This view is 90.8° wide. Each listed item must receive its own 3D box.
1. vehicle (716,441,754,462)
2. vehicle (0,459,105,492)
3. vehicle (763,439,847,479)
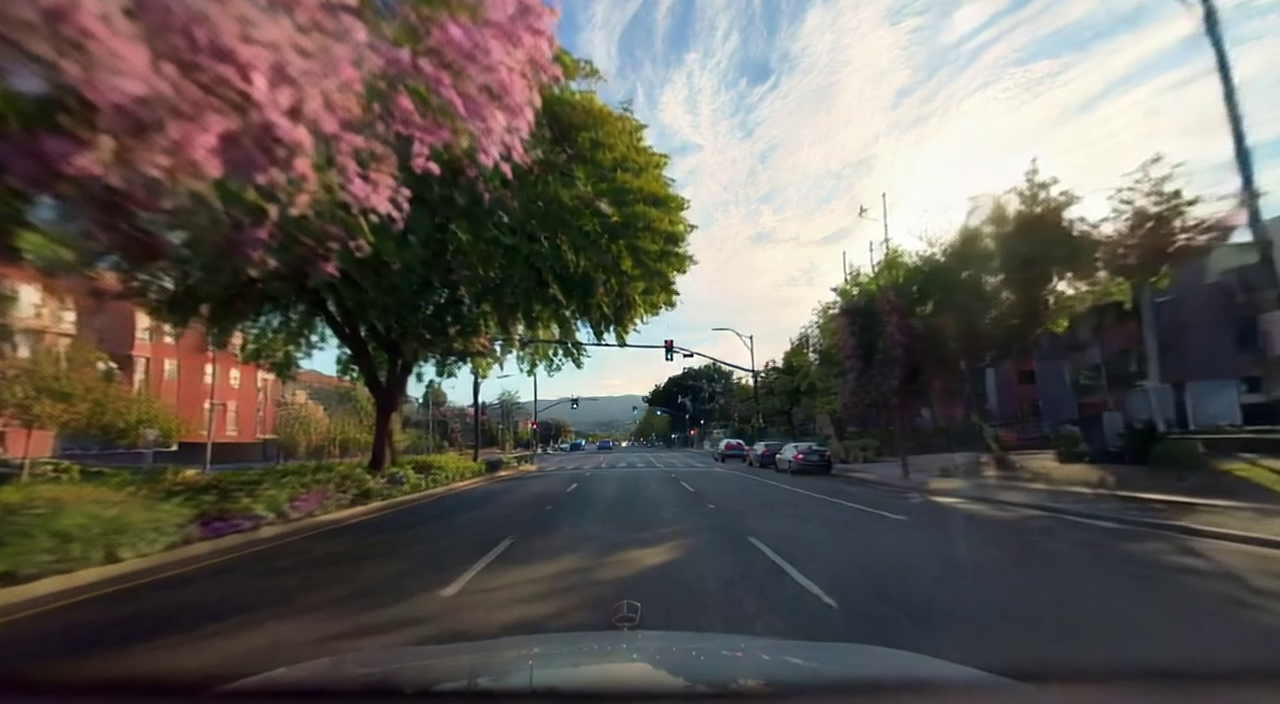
[{"bbox_3d":[6.741,7.098,45.228,2.032,1.449,4.413,0,-8,0],"label":"vehicle"},{"bbox_3d":[-34.963,7.184,37.089,1.985,1.691,5.024,-3,-9,16],"label":"vehicle"},{"bbox_3d":[6.519,4.278,25.588,1.891,1.456,4.909,0,-8,-3],"label":"vehicle"}]
